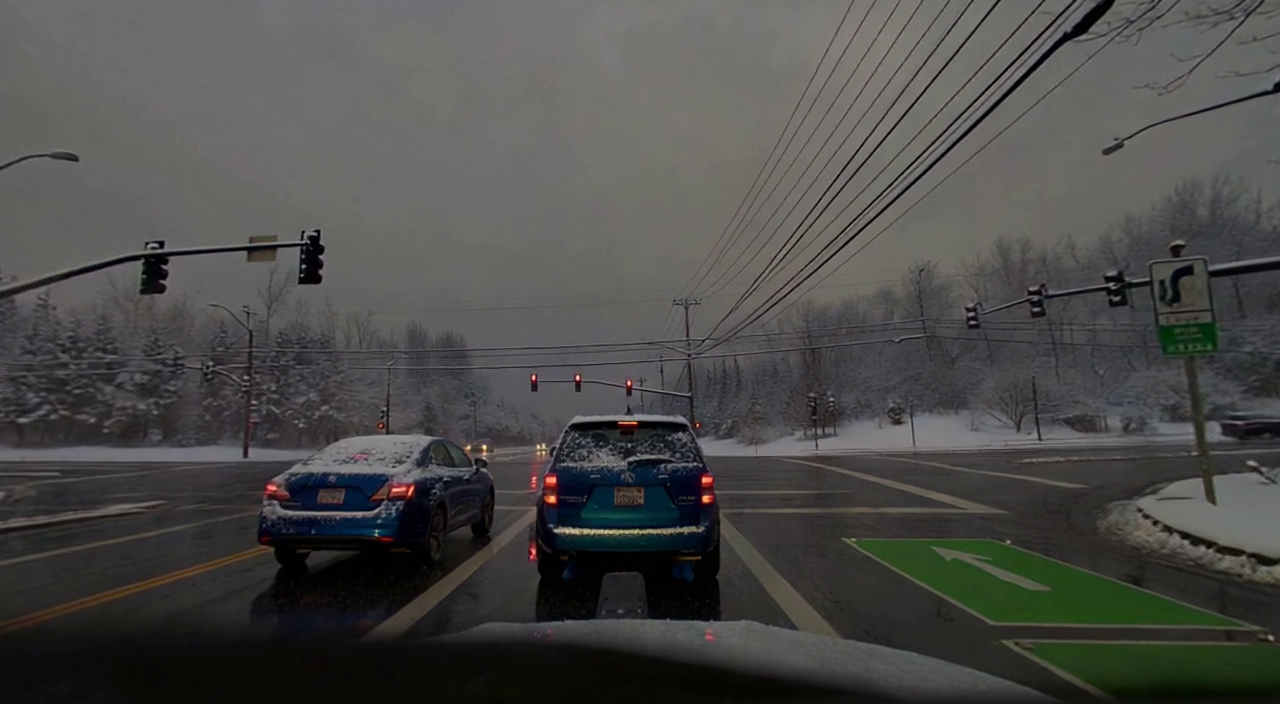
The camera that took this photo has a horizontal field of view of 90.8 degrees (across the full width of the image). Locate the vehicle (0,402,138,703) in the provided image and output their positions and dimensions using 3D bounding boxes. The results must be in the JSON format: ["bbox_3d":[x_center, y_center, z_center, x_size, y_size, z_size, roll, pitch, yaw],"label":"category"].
[{"bbox_3d":[-3.350,0.658,0.436,1.928,1.488,4.936,0,-8,0],"label":"vehicle"}]

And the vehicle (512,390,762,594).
[{"bbox_3d":[-0.057,1.519,7.621,2.182,1.773,4.041,0,-8,-1],"label":"vehicle"}]

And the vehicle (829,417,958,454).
[{"bbox_3d":[13.832,4.609,34.837,6.143,1.944,2.229,-1,-8,5],"label":"vehicle"}]

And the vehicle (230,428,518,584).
[{"bbox_3d":[-2.930,1.760,8.005,1.969,1.486,3.702,0,-8,1],"label":"vehicle"}]
